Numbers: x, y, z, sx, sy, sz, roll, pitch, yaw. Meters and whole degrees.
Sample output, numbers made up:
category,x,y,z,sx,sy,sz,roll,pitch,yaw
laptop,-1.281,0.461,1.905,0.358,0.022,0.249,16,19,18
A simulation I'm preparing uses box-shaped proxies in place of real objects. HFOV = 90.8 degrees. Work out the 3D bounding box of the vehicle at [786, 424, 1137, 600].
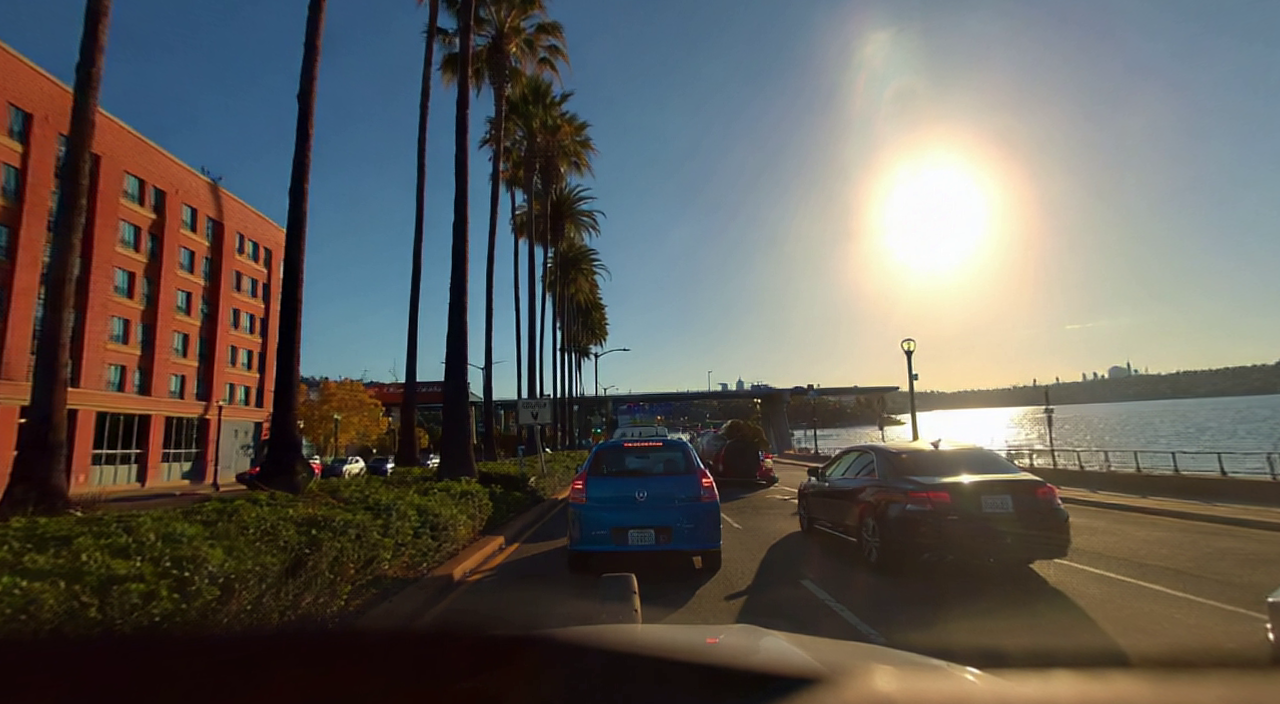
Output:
category,x,y,z,sx,sy,sz,roll,pitch,yaw
vehicle,3.289,1.712,7.711,1.920,1.490,4.417,0,-9,-1

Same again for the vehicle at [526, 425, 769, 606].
category,x,y,z,sx,sy,sz,roll,pitch,yaw
vehicle,0.061,1.666,7.248,2.048,1.503,3.681,0,-9,0

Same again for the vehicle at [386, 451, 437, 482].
category,x,y,z,sx,sy,sz,roll,pitch,yaw
vehicle,-14.949,7.479,41.646,2.104,1.802,4.852,1,-8,-7
